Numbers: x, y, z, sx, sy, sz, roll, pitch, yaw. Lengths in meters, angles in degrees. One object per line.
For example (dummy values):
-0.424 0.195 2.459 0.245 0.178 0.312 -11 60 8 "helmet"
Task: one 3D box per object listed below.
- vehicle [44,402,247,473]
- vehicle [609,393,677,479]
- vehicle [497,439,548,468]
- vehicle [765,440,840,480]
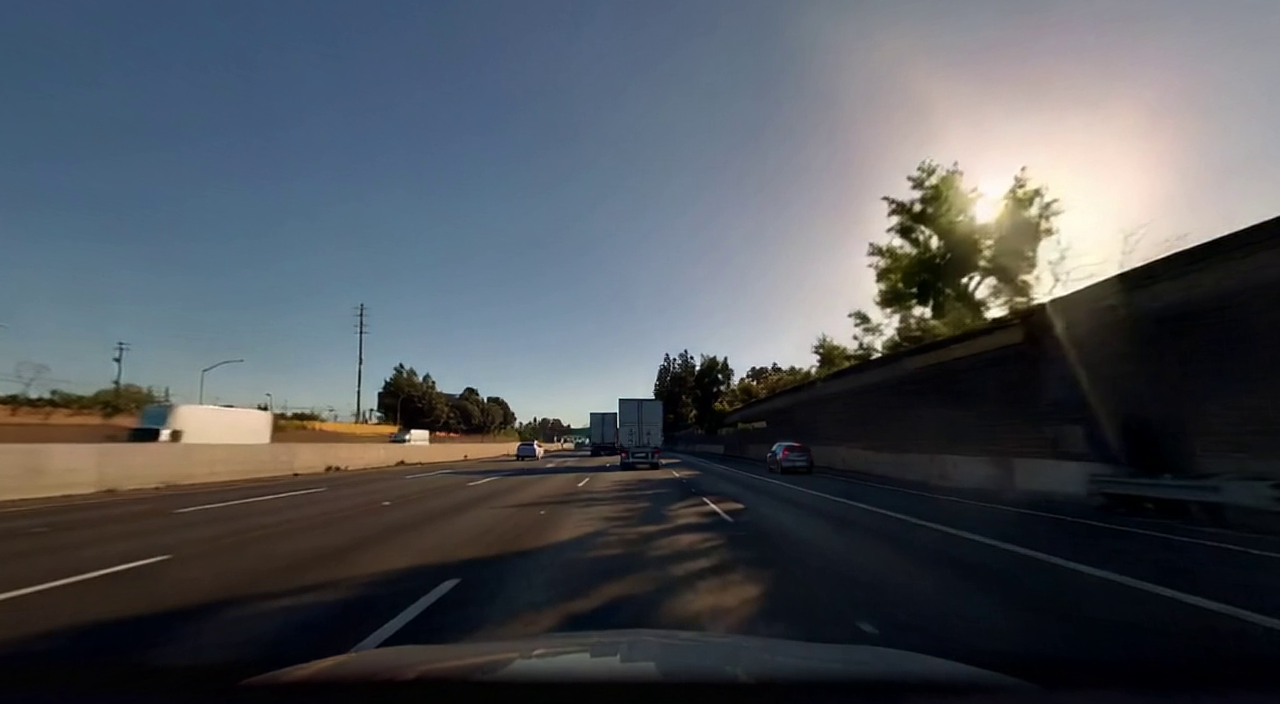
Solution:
-19.022 3.406 24.966 2.825 2.420 6.603 0 -8 -2 "vehicle"
0.045 4.534 35.420 3.054 3.944 11.230 -2 -6 -1 "vehicle"
-6.795 5.919 36.976 1.992 1.547 4.673 0 -8 1 "vehicle"
6.803 4.566 26.968 1.969 1.560 4.394 0 -8 -1 "vehicle"
